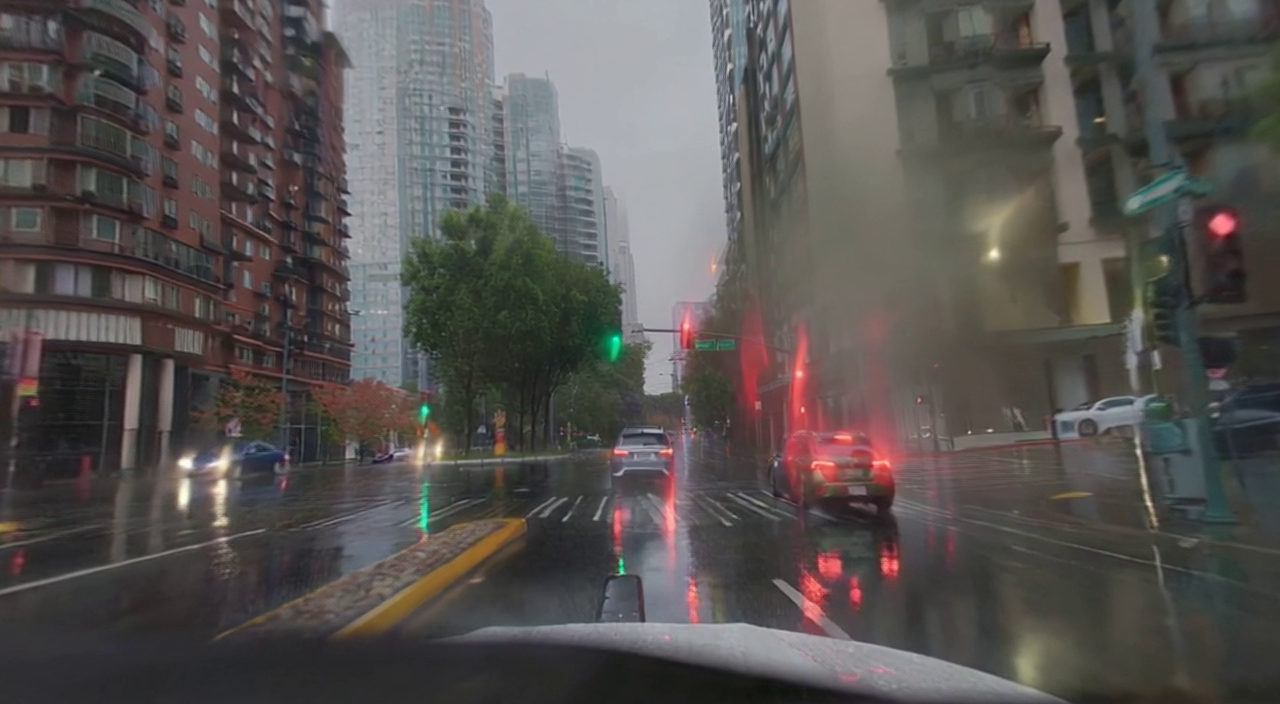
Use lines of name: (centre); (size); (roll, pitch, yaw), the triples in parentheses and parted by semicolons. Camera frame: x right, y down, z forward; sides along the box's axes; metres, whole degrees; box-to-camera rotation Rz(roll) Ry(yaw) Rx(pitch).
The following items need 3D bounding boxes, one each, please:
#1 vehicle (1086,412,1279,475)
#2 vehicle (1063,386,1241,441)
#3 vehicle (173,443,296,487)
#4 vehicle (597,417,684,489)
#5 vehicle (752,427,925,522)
vehicle: (14.116, 2.304, 15.871); (4.354, 1.466, 1.863); (0, -8, 0)
vehicle: (20.656, 2.512, 25.702); (5.146, 1.699, 2.269); (-5, -7, 1)
vehicle: (-17.100, 4.756, 26.976); (2.132, 1.710, 4.504); (0, -8, 2)
vehicle: (0.069, 2.827, 17.839); (2.168, 1.776, 4.135); (0, -8, 2)
vehicle: (3.691, 2.363, 12.750); (1.987, 1.538, 4.510); (0, -8, 0)
